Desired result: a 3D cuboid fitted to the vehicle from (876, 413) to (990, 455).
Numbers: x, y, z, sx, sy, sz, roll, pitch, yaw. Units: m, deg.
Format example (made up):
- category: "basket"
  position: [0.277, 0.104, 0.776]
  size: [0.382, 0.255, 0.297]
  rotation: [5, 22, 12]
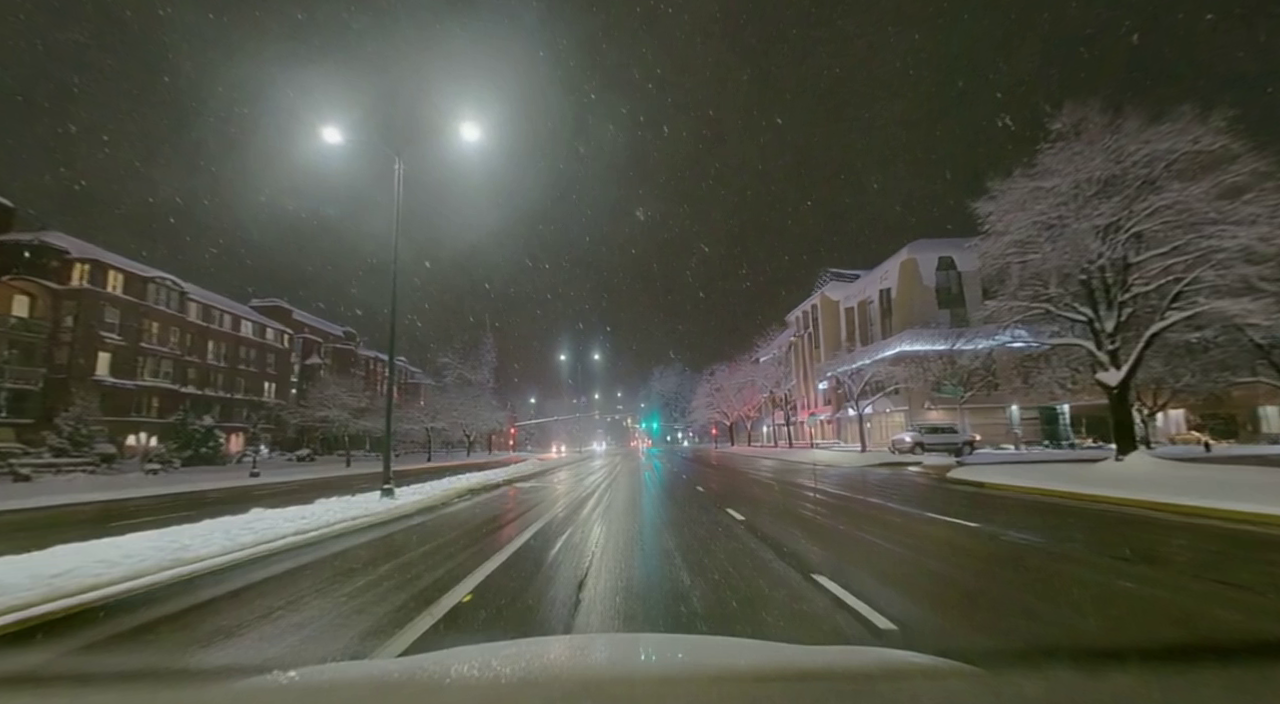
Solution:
- category: "vehicle"
  position: [19.716, 5.541, 42.747]
  size: [6.543, 2.736, 2.324]
  rotation: [0, -9, -1]
